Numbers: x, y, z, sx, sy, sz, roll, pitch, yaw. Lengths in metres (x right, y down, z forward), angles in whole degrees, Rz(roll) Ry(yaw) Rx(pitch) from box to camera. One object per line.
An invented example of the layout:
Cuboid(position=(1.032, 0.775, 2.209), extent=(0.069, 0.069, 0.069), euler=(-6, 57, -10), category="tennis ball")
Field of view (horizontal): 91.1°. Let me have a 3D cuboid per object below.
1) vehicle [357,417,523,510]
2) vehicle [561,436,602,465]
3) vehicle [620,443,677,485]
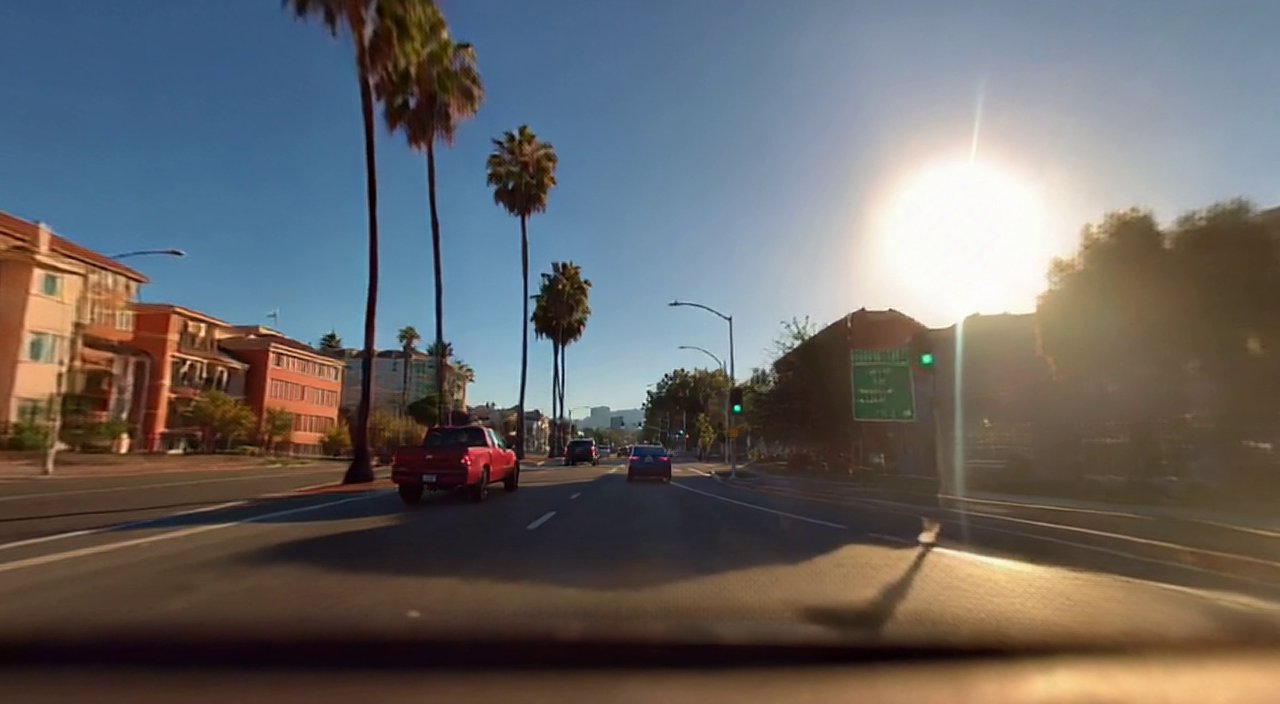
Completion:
Cuboid(position=(-4.759, 2.783, 16.210), extent=(2.187, 1.904, 6.103), euler=(0, -8, 1), category="vehicle")
Cuboid(position=(-4.301, 7.415, 47.326), extent=(2.447, 2.062, 5.911), euler=(0, -8, 1), category="vehicle")
Cuboid(position=(0.376, 4.523, 25.647), extent=(2.122, 1.562, 4.152), euler=(0, -8, 1), category="vehicle")
